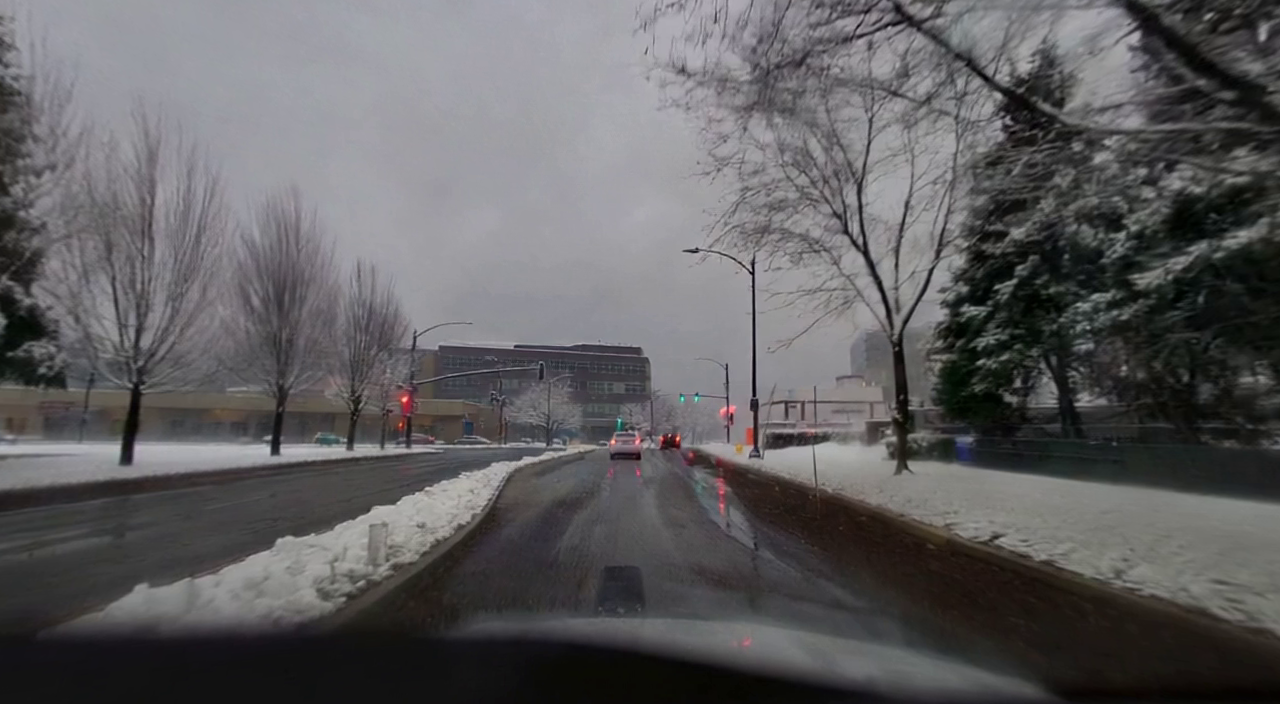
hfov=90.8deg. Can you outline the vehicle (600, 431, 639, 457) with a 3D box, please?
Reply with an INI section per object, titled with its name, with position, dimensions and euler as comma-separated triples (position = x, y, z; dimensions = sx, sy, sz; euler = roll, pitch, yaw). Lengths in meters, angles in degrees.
[vehicle]
position = -1.205, 5.690, 38.975
dimensions = 2.173, 1.479, 4.264
euler = 0, -9, 2
